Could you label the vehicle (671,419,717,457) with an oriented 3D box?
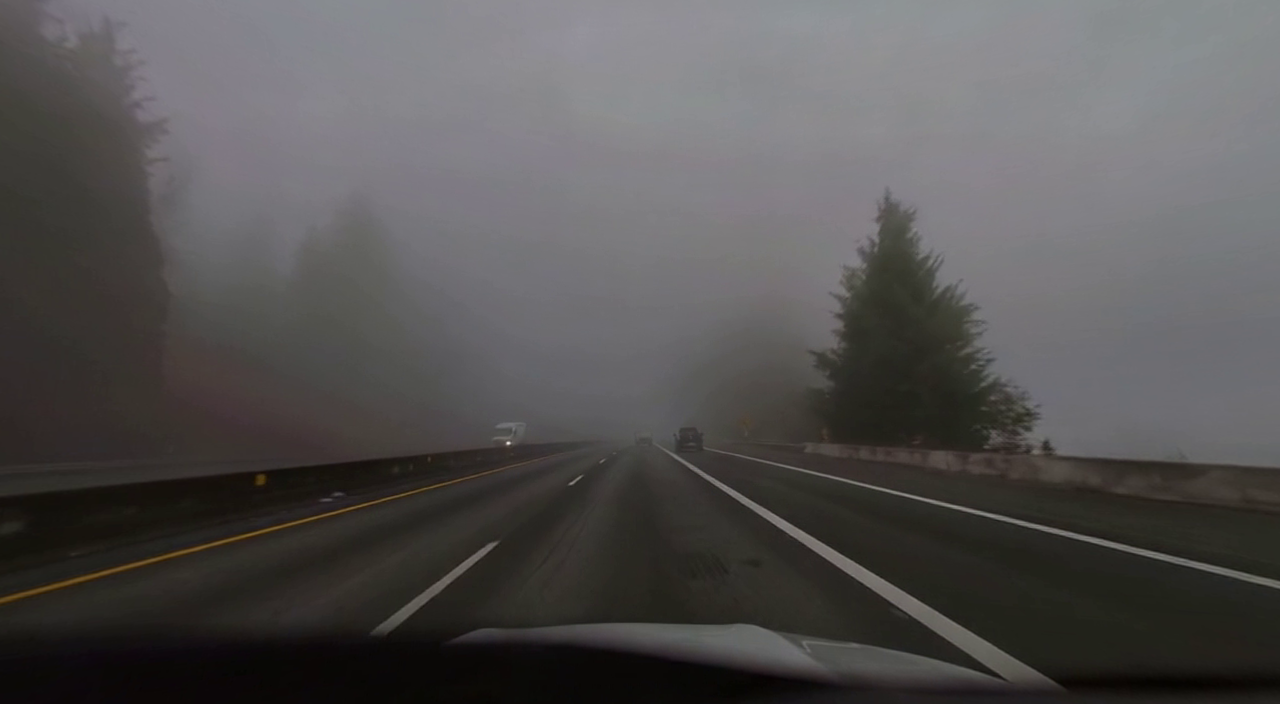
[{"bbox_3d":[3.377,5.545,40.633,2.450,2.314,4.753,0,-8,-1],"label":"vehicle"}]
